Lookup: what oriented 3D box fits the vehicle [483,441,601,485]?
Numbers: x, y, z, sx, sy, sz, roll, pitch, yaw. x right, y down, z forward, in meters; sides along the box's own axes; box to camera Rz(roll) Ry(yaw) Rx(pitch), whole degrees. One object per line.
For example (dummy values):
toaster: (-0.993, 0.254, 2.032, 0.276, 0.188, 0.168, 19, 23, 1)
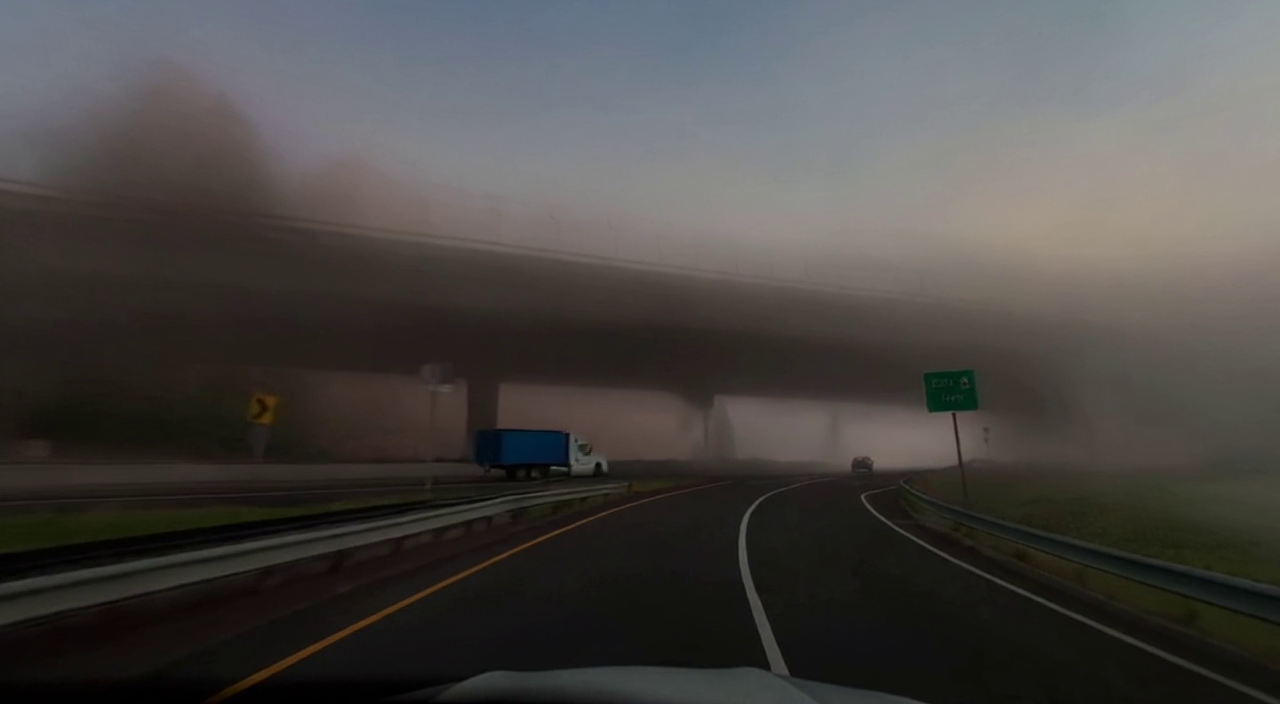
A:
vehicle: (-3.477, 4.015, 23.108, 1.940, 1.444, 4.024, -7, -11, 37)
